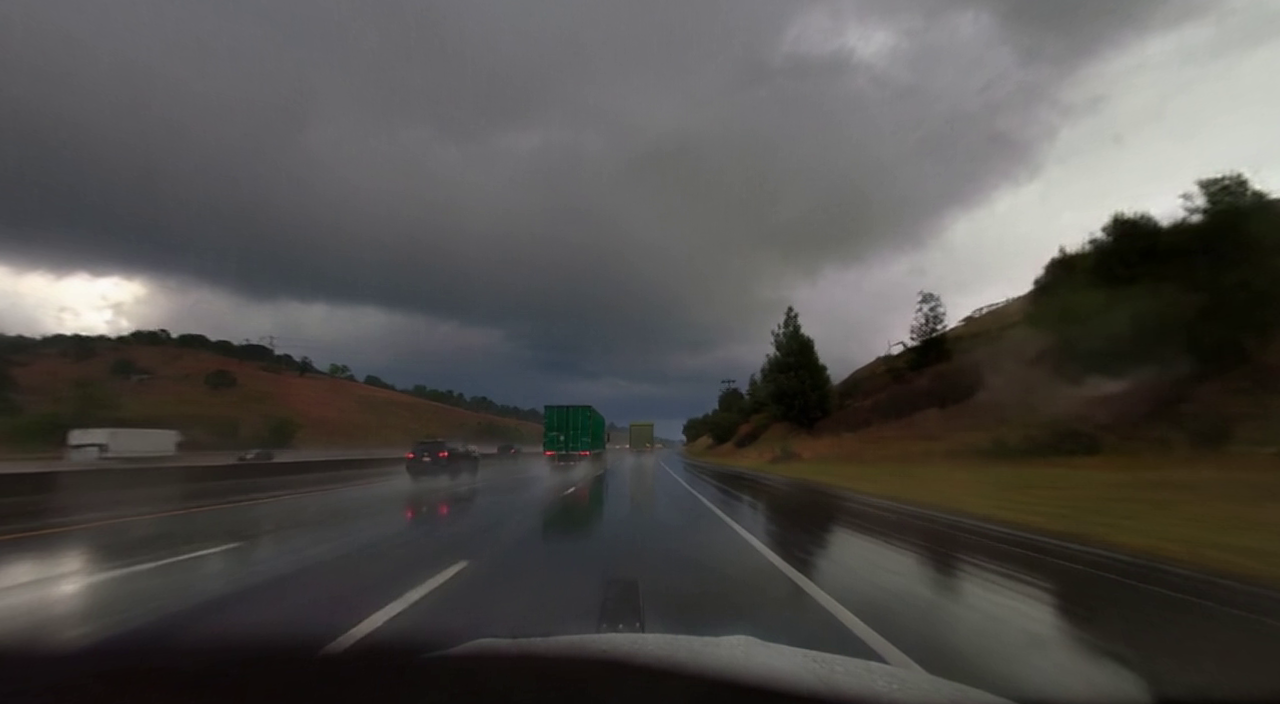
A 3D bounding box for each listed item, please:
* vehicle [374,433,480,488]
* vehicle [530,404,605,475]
[{"bbox_3d":[-7.531,3.884,22.849,2.125,1.725,4.715,1,-9,1],"label":"vehicle"},{"bbox_3d":[-3.655,4.892,34.779,2.789,3.271,10.894,1,-9,0],"label":"vehicle"}]
